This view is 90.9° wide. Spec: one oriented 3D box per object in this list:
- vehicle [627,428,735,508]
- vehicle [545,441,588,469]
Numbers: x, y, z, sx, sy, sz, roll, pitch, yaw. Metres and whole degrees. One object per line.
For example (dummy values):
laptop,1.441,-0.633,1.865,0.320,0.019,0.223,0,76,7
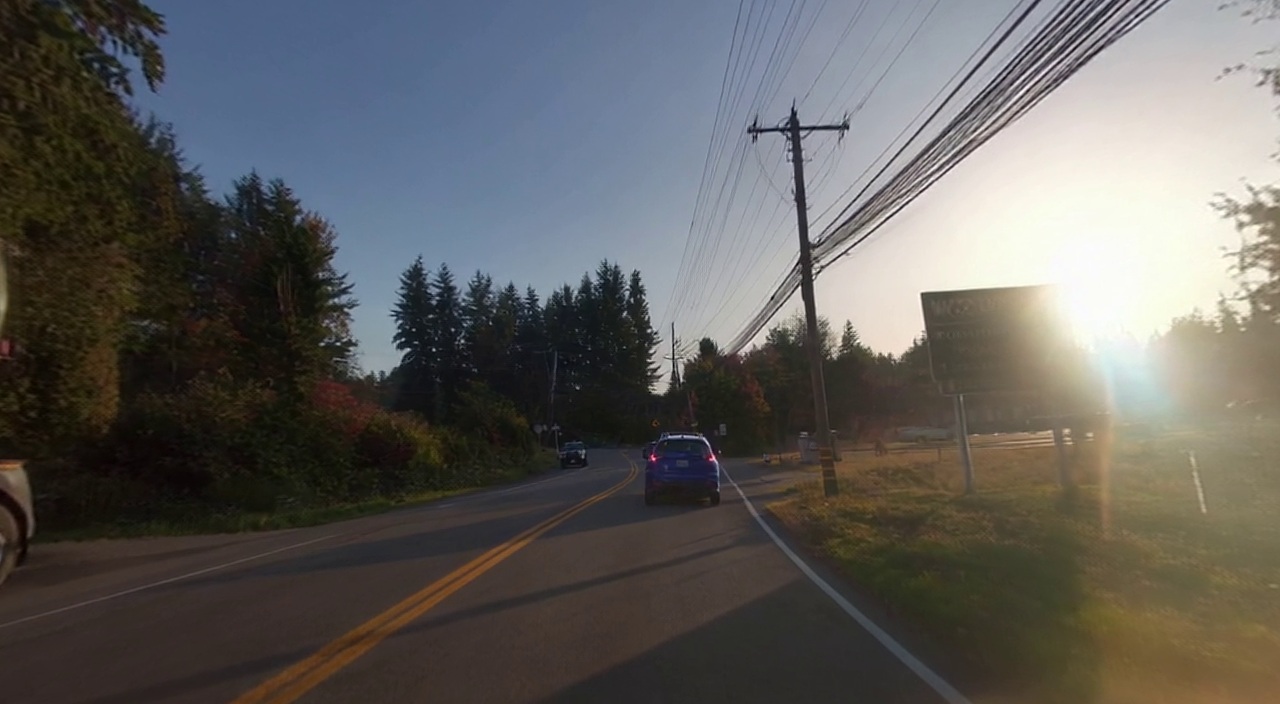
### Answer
vehicle,0.845,2.510,14.026,2.081,1.503,3.726,0,-8,2
vehicle,-5.603,7.697,47.375,2.668,1.981,5.575,2,-9,-12
